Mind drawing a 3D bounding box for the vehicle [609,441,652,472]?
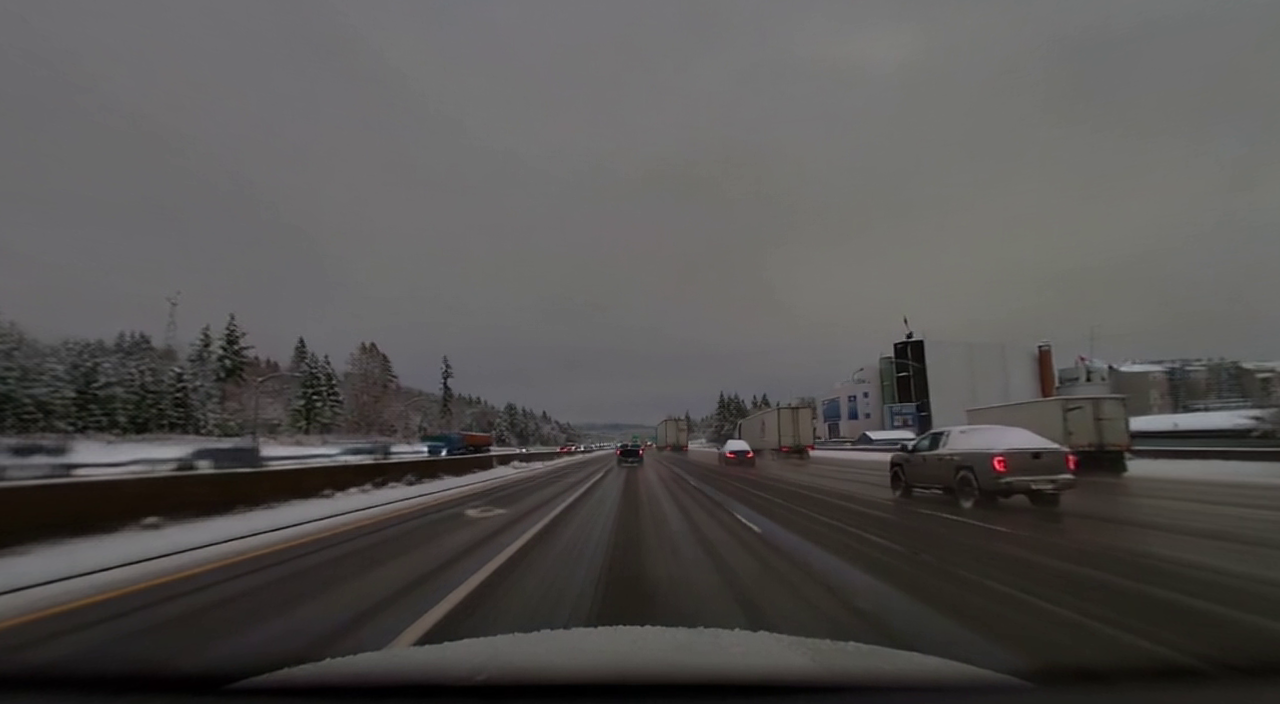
[{"bbox_3d":[-0.504,5.699,34.501,2.163,1.551,4.180,0,-9,0],"label":"vehicle"}]

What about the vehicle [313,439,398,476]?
[{"bbox_3d":[-12.452,4.662,27.961,1.841,1.498,4.055,0,-9,0],"label":"vehicle"}]

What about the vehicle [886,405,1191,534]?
[{"bbox_3d":[7.354,2.272,12.790,2.369,2.007,5.700,0,-9,-1],"label":"vehicle"}]

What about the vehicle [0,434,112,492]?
[{"bbox_3d":[-20.230,3.491,19.984,2.104,1.695,5.702,0,-9,0],"label":"vehicle"}]

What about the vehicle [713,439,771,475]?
[{"bbox_3d":[5.016,5.245,31.709,2.154,1.658,4.347,0,-9,0],"label":"vehicle"}]
